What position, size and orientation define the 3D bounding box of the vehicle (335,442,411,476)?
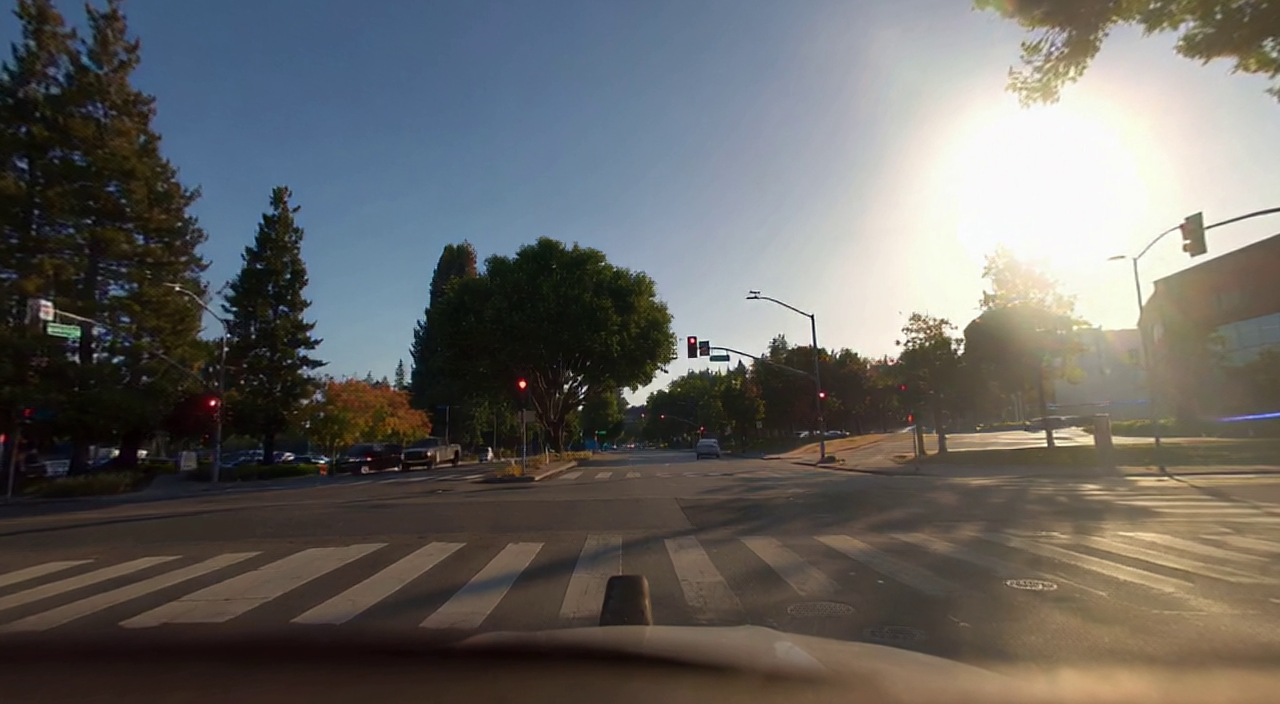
[{"bbox_3d":[-14.832,5.926,35.367,2.169,1.753,4.640,0,-8,1],"label":"vehicle"}]
